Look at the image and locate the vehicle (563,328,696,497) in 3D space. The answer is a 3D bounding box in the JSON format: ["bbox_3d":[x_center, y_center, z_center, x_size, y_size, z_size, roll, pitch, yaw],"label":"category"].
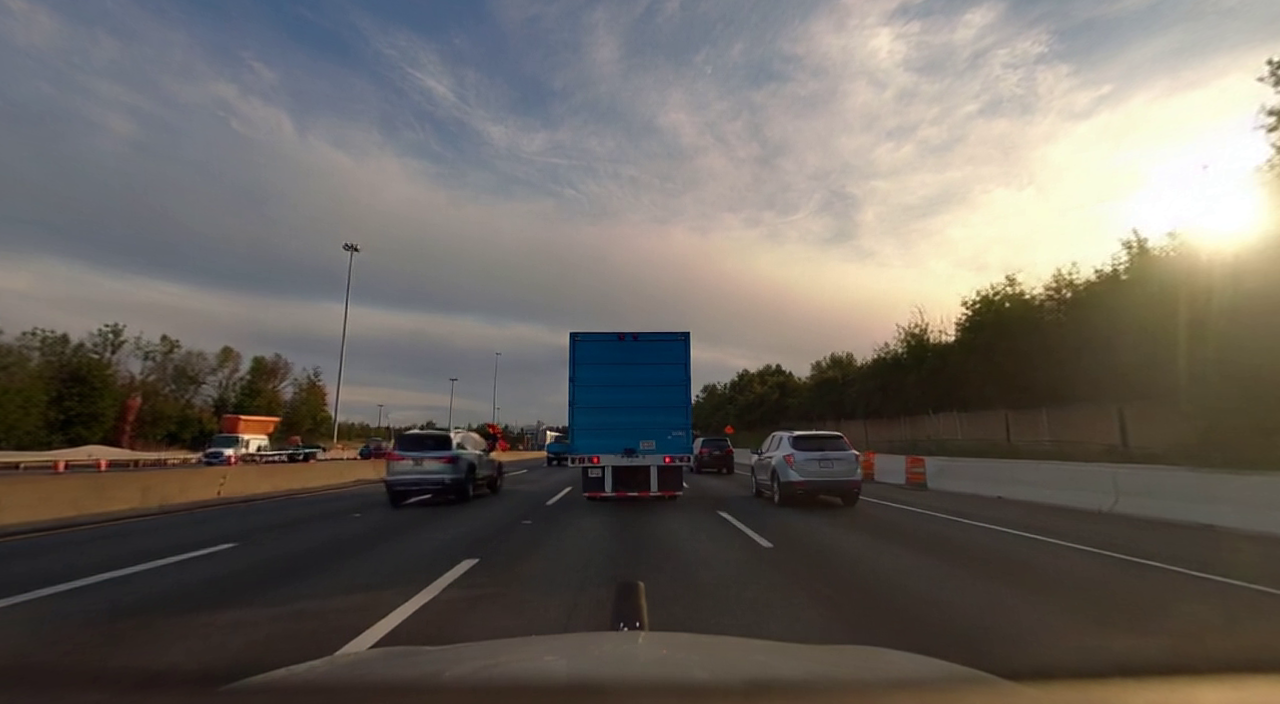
[{"bbox_3d":[-0.303,2.150,19.785,3.067,3.940,10.154,0,-9,-1],"label":"vehicle"}]

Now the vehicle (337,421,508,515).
[{"bbox_3d":[-4.566,2.530,14.153,2.095,1.736,4.529,0,-9,2],"label":"vehicle"}]

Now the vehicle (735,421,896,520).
[{"bbox_3d":[3.406,2.402,13.180,2.103,1.713,4.173,0,-9,-1],"label":"vehicle"}]
